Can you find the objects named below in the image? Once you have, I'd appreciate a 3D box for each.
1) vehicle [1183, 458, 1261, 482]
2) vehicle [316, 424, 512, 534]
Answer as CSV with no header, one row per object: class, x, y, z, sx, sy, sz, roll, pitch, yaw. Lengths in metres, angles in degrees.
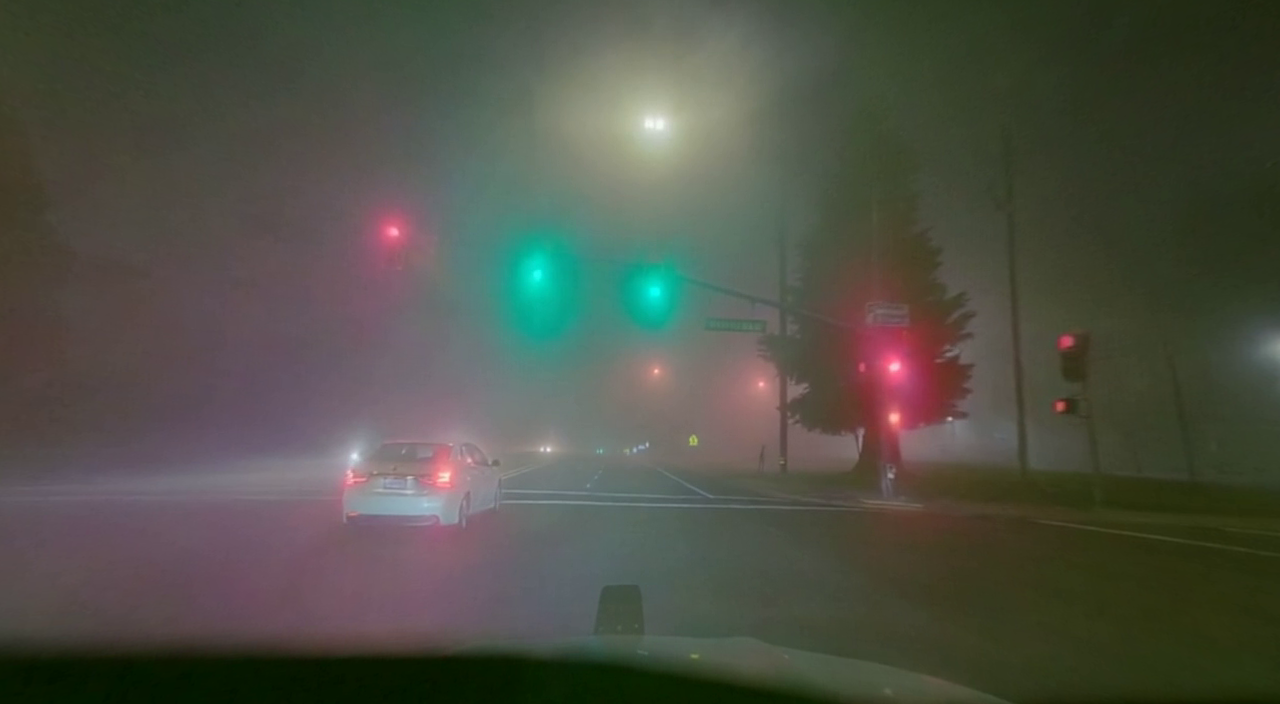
vehicle,39.548,7.989,43.045,1.771,1.465,3.841,0,-9,4
vehicle,-3.624,2.120,11.114,1.915,1.521,4.283,1,-9,-1
